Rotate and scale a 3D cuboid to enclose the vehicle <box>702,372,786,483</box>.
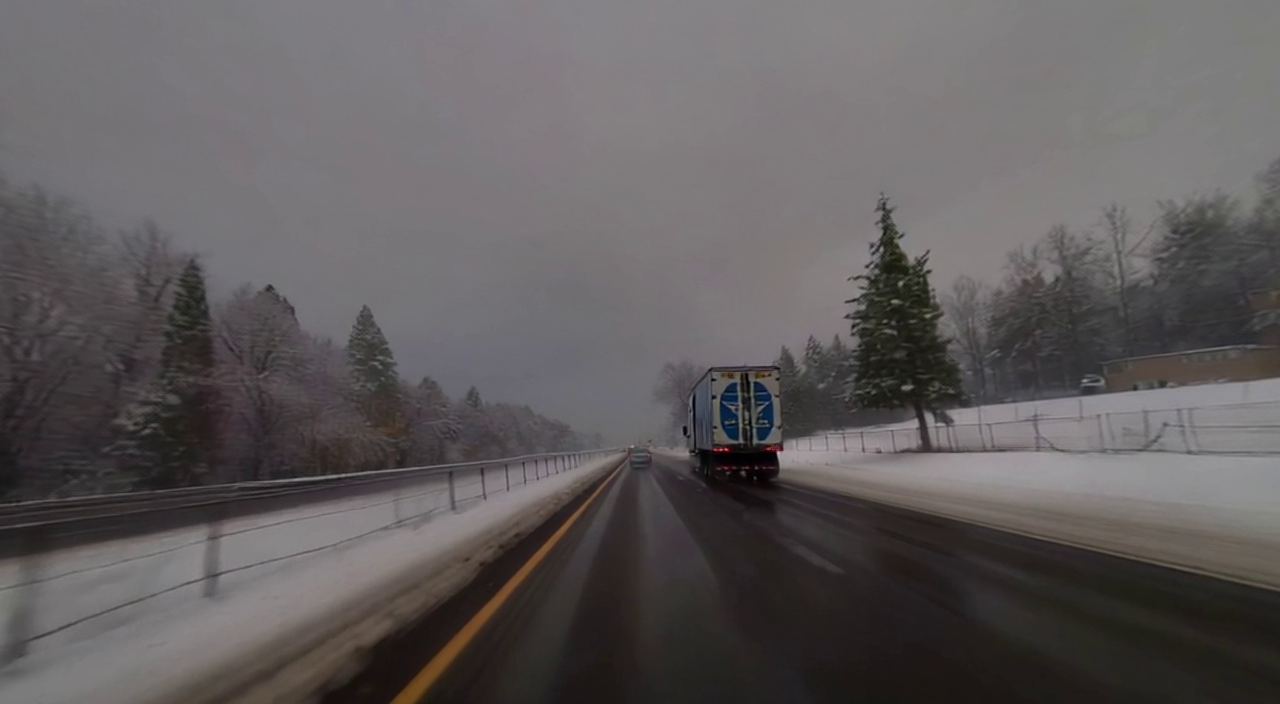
[{"bbox_3d":[4.347,3.385,27.675,2.704,4.310,5.716,0,-9,1],"label":"vehicle"}]

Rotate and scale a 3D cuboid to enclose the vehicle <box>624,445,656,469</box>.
[{"bbox_3d":[0.006,7.182,43.235,2.065,1.573,3.734,0,-9,0],"label":"vehicle"}]
